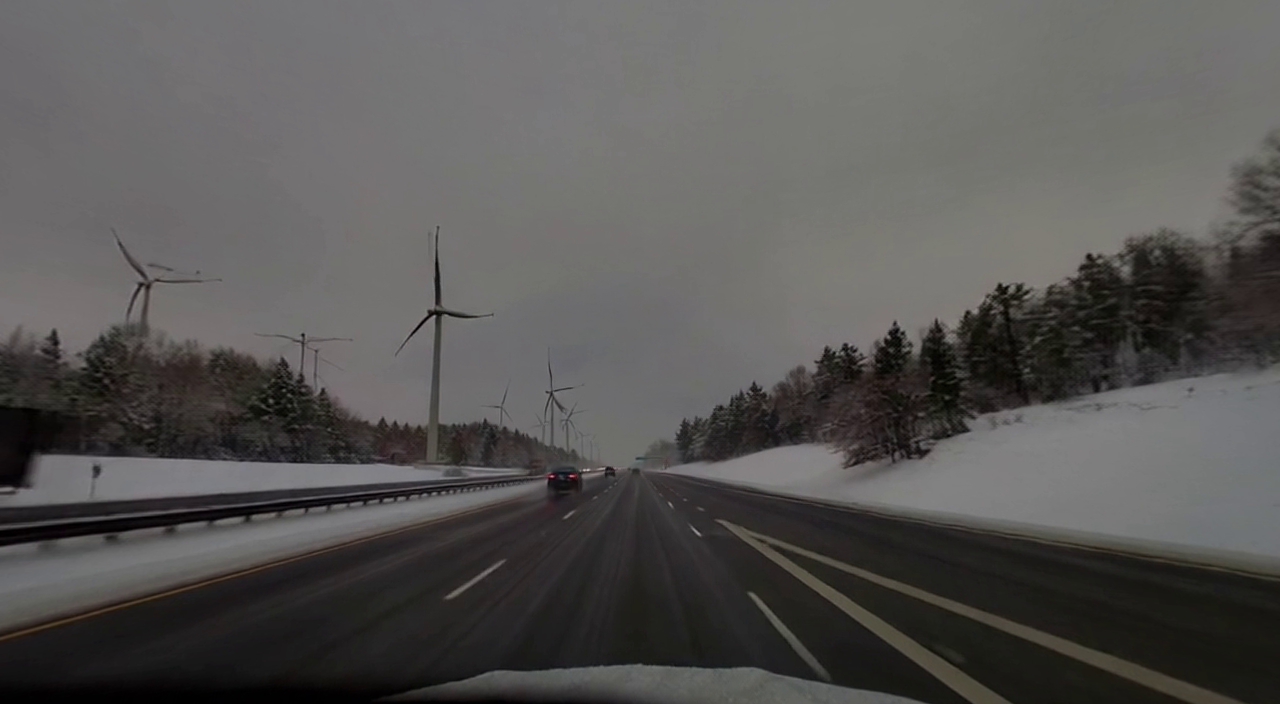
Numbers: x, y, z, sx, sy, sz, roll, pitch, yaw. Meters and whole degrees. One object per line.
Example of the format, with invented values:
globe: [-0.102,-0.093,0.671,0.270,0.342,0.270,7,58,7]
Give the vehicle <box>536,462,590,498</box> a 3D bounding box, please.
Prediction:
vehicle: [-3.530,5.961,29.438,2.001,1.486,4.104,1,-10,0]
